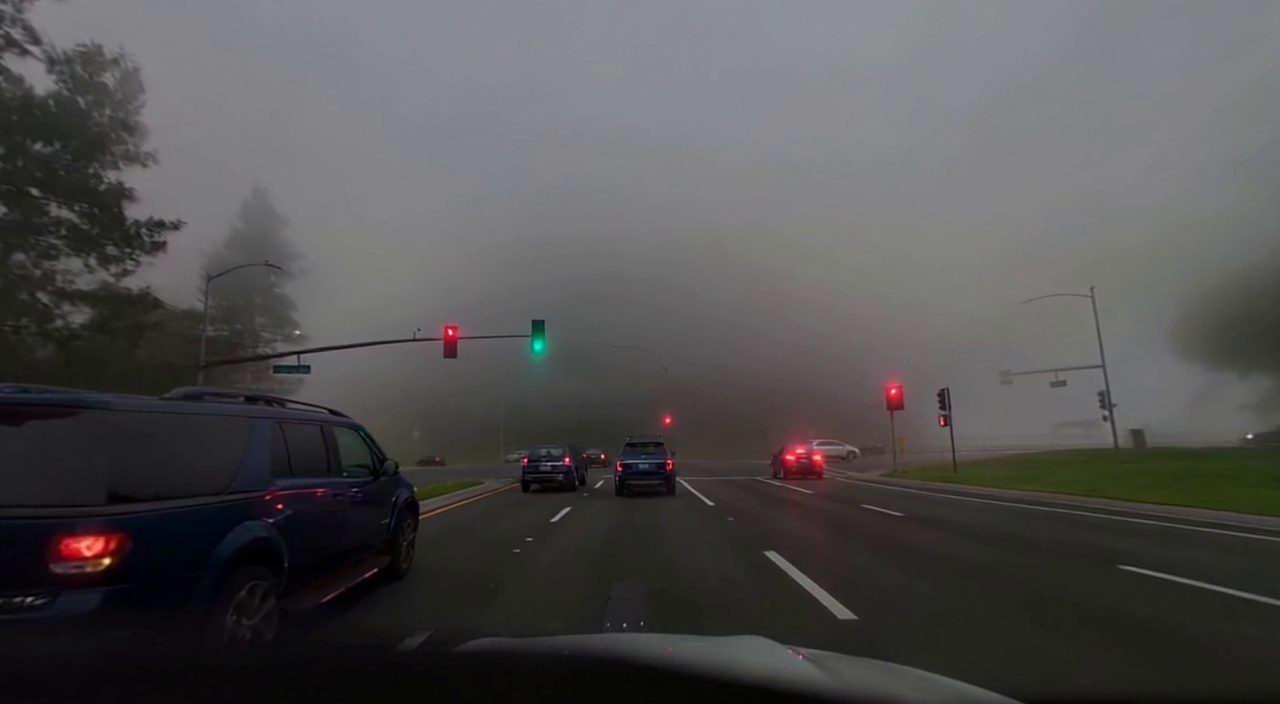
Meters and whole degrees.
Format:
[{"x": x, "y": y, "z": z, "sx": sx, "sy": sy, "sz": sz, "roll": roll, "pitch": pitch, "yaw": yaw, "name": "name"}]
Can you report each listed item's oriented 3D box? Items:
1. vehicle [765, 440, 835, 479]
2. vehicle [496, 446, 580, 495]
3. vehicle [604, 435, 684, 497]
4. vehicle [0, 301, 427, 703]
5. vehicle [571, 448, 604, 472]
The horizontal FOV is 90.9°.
[{"x": 7.951, "y": 5.370, "z": 31.842, "sx": 2.166, "sy": 1.761, "sz": 4.692, "roll": 0, "pitch": -8, "yaw": -1, "name": "vehicle"}, {"x": -3.432, "y": 4.072, "z": 22.280, "sx": 2.061, "sy": 1.504, "sz": 5.142, "roll": 0, "pitch": -8, "yaw": 1, "name": "vehicle"}, {"x": 0.115, "y": 3.587, "z": 20.253, "sx": 2.298, "sy": 1.770, "sz": 4.138, "roll": 0, "pitch": -8, "yaw": 0, "name": "vehicle"}, {"x": -3.456, "y": 1.016, "z": 4.030, "sx": 2.320, "sy": 1.863, "sz": 5.148, "roll": 0, "pitch": -8, "yaw": 1, "name": "vehicle"}, {"x": -3.533, "y": 7.404, "z": 43.392, "sx": 2.004, "sy": 1.484, "sz": 4.480, "roll": 0, "pitch": -8, "yaw": -2, "name": "vehicle"}]
